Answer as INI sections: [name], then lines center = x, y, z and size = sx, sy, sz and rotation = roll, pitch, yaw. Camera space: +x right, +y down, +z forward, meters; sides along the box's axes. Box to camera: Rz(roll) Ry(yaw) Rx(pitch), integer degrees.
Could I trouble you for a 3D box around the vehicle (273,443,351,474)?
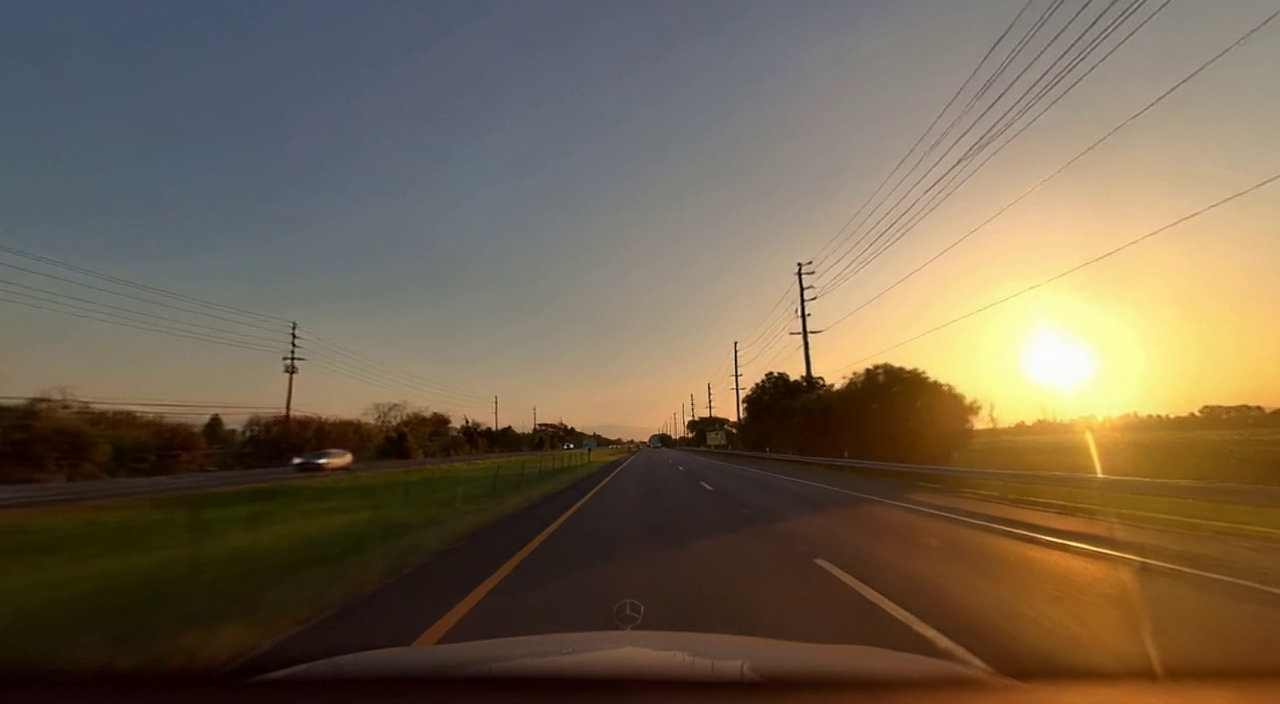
[vehicle]
center = -20.064, 6.535, 38.680
size = 2.055, 1.743, 4.959
rotation = -1, -9, 1
